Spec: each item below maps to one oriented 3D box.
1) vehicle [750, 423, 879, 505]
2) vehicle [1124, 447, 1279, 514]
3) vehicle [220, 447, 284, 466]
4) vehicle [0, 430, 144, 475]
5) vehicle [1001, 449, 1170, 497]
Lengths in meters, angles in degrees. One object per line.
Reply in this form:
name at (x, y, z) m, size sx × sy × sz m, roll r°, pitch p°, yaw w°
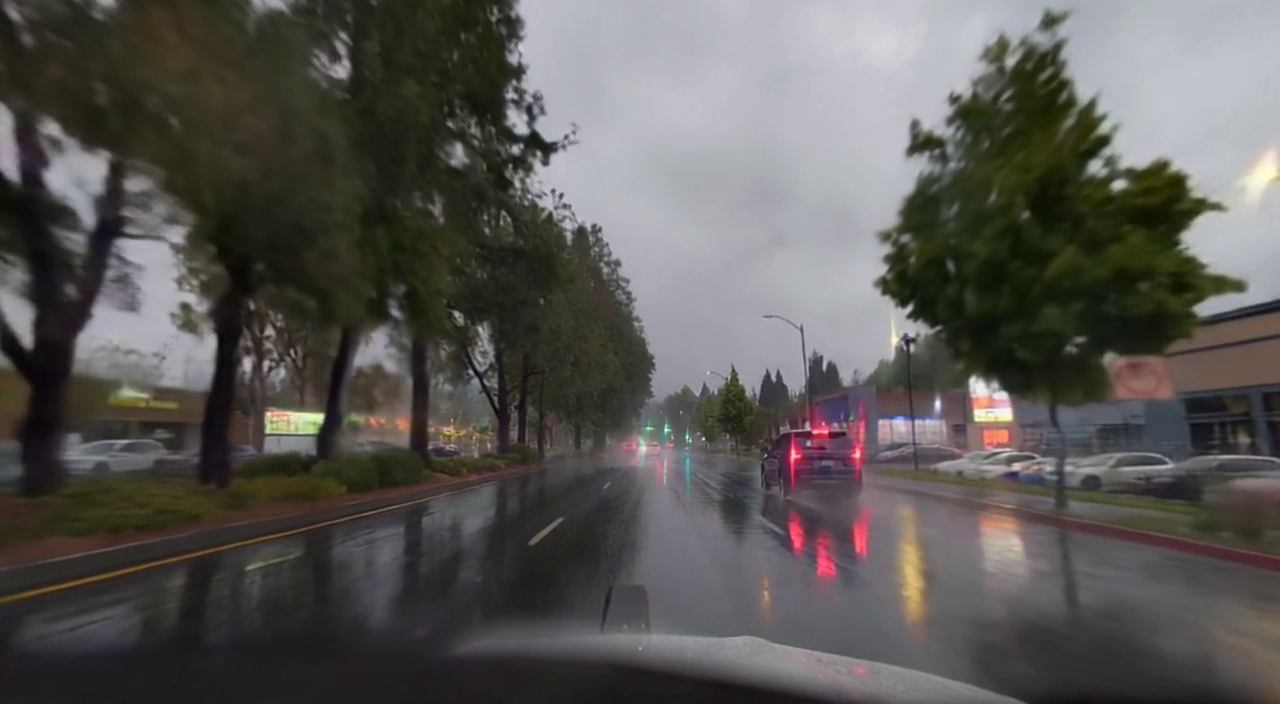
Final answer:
vehicle at (4.210, 2.789, 16.092) m, size 2.024 × 1.773 × 4.431 m, roll 0°, pitch -8°, yaw 0°
vehicle at (17.769, 3.768, 18.745) m, size 4.864 × 1.838 × 2.123 m, roll 0°, pitch -8°, yaw 3°
vehicle at (-29.287, 7.859, 47.611) m, size 3.695 × 1.400 × 1.658 m, roll 0°, pitch -8°, yaw 1°
vehicle at (-28.318, 4.905, 30.913) m, size 2.344 × 1.946 × 6.771 m, roll -1°, pitch -9°, yaw 2°
vehicle at (17.773, 4.833, 25.354) m, size 5.012 × 1.813 × 2.291 m, roll 0°, pitch -8°, yaw 0°
